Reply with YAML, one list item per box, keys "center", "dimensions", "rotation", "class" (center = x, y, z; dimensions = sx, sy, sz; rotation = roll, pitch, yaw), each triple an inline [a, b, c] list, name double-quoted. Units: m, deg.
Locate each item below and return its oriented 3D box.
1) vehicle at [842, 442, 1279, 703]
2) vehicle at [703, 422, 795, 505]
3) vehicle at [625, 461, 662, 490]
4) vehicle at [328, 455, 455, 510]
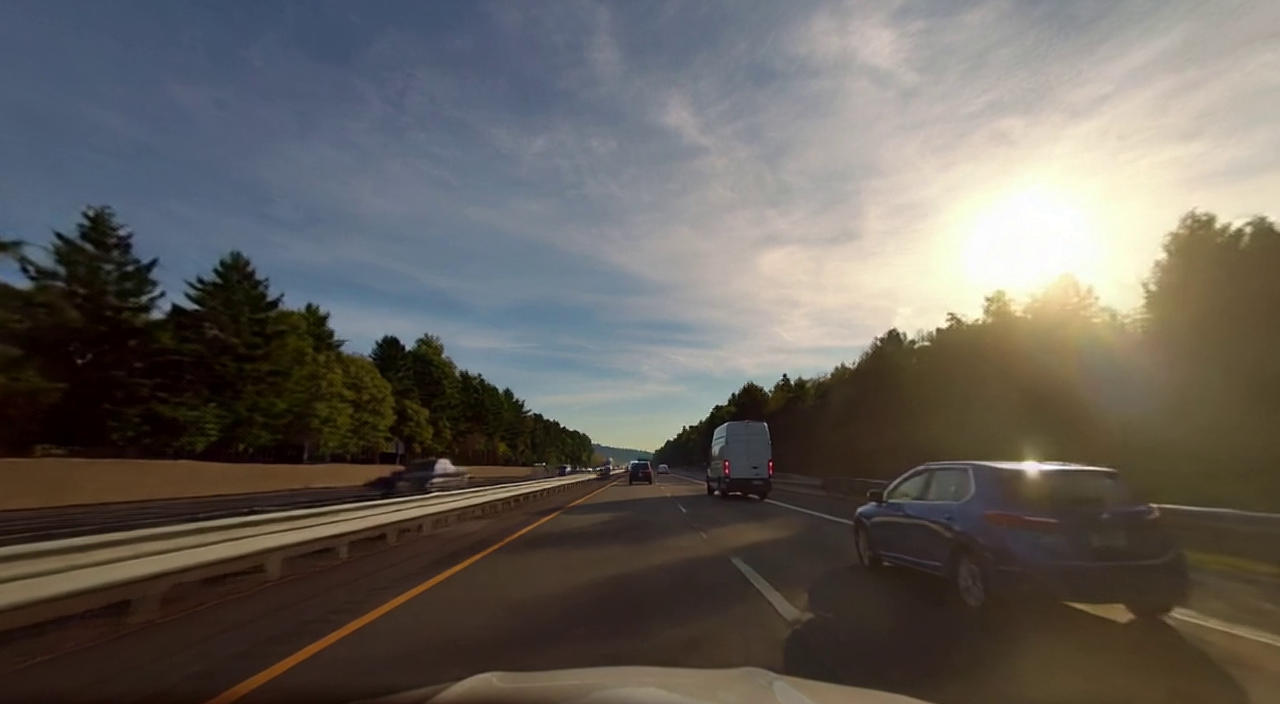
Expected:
- center: [3.887, 1.772, 6.225]
  dimensions: [2.073, 1.532, 4.969]
  rotation: [1, -10, -1]
  class: "vehicle"
- center: [4.384, 4.746, 26.778]
  dimensions: [2.563, 2.975, 6.941]
  rotation: [1, -10, -1]
  class: "vehicle"
- center: [0.232, 7.815, 39.955]
  dimensions: [2.212, 1.717, 4.452]
  rotation: [1, -10, 1]
  class: "vehicle"
- center: [-8.336, 4.447, 21.791]
  dimensions: [2.327, 1.627, 4.835]
  rotation: [0, -10, 1]
  class: "vehicle"
